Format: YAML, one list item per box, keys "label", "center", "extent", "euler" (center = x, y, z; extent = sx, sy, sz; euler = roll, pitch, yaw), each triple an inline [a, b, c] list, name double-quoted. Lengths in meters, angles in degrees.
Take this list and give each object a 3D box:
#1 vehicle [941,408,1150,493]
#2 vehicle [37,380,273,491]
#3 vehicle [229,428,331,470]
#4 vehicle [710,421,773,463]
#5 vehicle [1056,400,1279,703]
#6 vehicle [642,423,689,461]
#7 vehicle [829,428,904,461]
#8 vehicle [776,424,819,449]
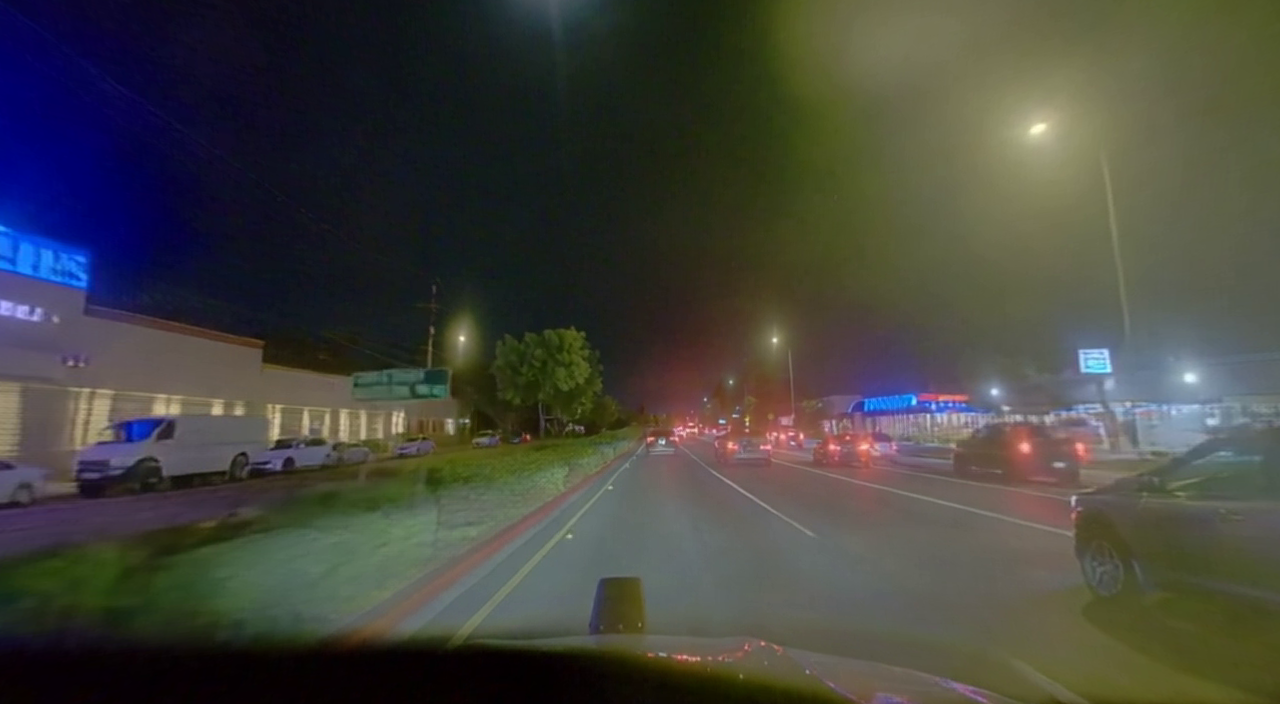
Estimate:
- label: "vehicle"
  center: [10.849, 2.710, 17.498]
  extent: [2.318, 1.974, 5.282]
  euler: [0, -8, 1]
- label: "vehicle"
  center: [-18.100, 3.267, 24.377]
  extent: [2.811, 3.604, 7.566]
  euler: [0, -8, 2]
- label: "vehicle"
  center: [-18.083, 4.907, 31.933]
  extent: [1.948, 1.965, 5.421]
  euler: [0, -8, 0]
- label: "vehicle"
  center: [4.393, 4.003, 27.838]
  extent: [2.115, 1.692, 4.189]
  euler: [0, -8, 1]
- label: "vehicle"
  center: [3.926, 0.856, 2.182]
  extent: [1.908, 1.463, 4.506]
  euler: [0, -8, 1]
- label: "vehicle"
  center: [1.199, 4.268, 29.877]
  extent: [2.098, 1.682, 3.778]
  euler: [0, -8, 2]
- label: "vehicle"
  center: [11.471, 4.721, 32.142]
  extent: [2.110, 1.535, 4.506]
  euler: [0, -8, -1]
- label: "vehicle"
  center: [11.566, 6.260, 46.324]
  extent: [2.123, 1.726, 4.520]
  euler: [0, -8, 2]
